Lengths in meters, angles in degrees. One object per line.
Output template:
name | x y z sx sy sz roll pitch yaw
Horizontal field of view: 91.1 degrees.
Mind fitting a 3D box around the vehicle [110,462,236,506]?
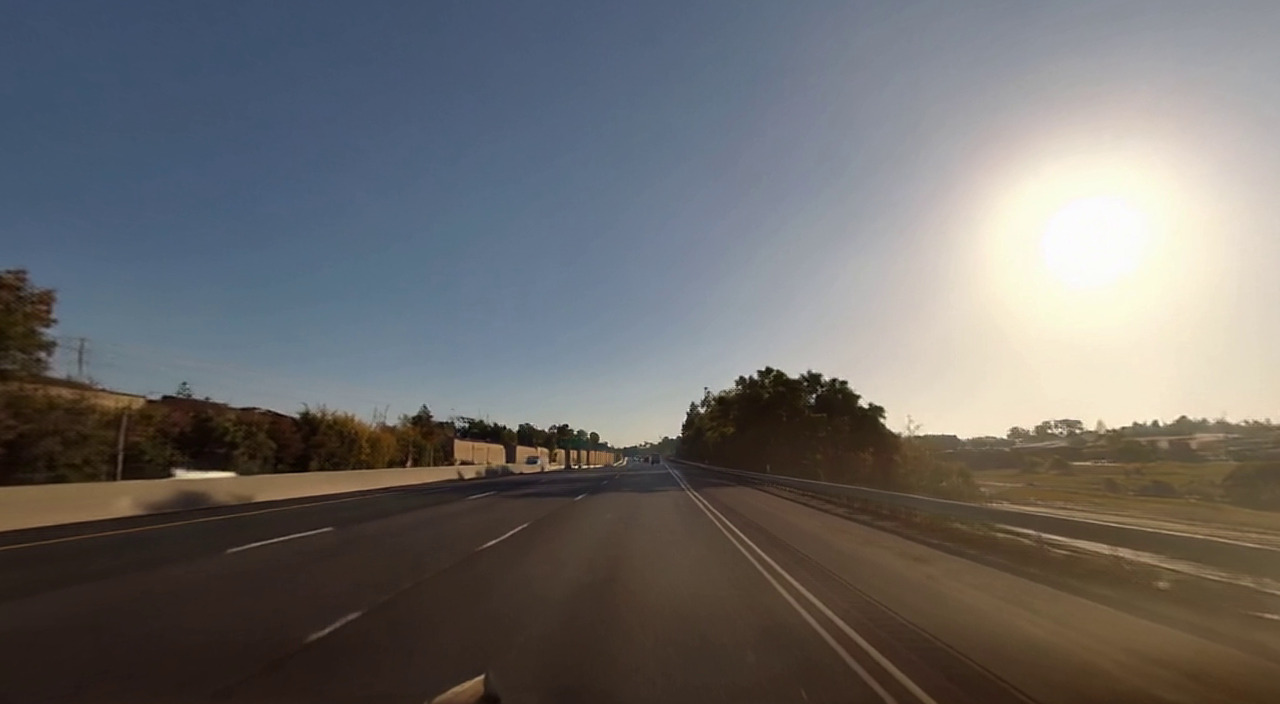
vehicle | -20.828 5.861 28.326 2.005 1.653 4.637 -1 -9 2
